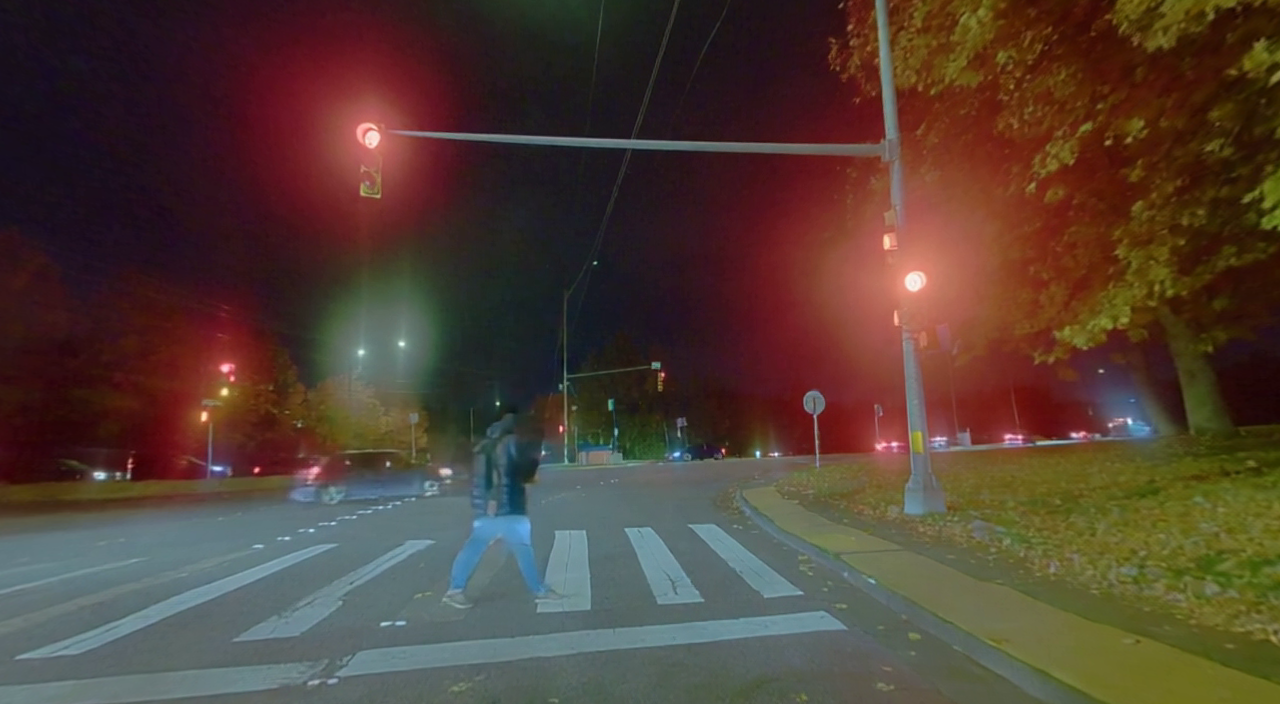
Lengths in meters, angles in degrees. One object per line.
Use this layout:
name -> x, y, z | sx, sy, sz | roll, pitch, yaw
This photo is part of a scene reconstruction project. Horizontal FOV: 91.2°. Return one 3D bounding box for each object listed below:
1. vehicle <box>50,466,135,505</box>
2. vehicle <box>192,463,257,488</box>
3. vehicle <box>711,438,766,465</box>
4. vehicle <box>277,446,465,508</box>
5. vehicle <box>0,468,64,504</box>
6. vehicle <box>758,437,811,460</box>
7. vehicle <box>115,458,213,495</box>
vehicle -> -25.428, 6.161, 29.270 | 1.694, 1.528, 4.225 | 3, -9, -24
vehicle -> -28.557, 8.474, 43.177 | 1.768, 1.465, 3.972 | 0, -9, -1
vehicle -> 6.954, 6.969, 43.965 | 1.867, 1.743, 4.259 | -8, -11, 40
vehicle -> -7.825, 3.612, 18.688 | 1.915, 1.586, 4.734 | -7, -11, 38
vehicle -> -30.334, 6.447, 30.334 | 1.800, 1.520, 3.968 | 2, -9, -14
vehicle -> 11.468, 7.587, 49.360 | 1.979, 1.659, 4.907 | -8, -11, 39
vehicle -> -27.832, 7.268, 36.914 | 2.064, 1.913, 5.081 | 0, -9, -4
